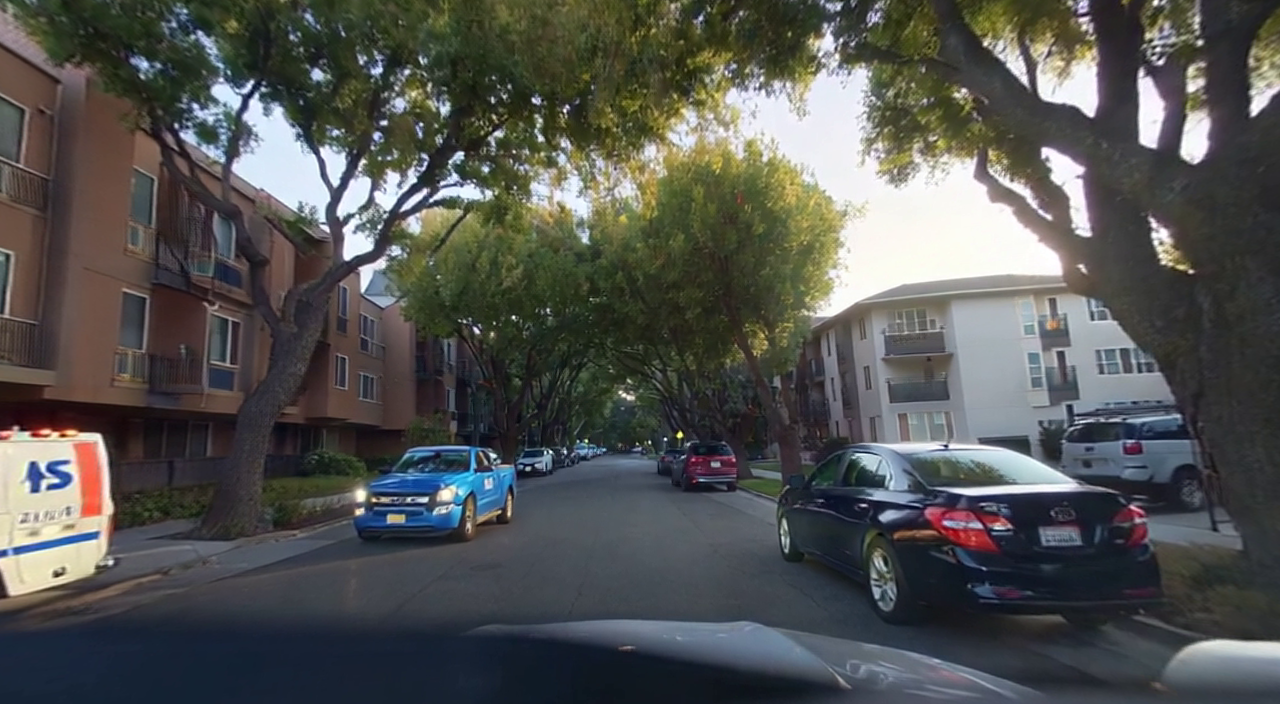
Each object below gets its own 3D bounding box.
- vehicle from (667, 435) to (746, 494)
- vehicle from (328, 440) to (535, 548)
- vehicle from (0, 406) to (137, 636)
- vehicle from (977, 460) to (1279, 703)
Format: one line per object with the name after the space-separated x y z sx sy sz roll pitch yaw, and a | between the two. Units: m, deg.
2.012 3.538 20.222 1.878 1.664 4.033 1 -8 -3 | vehicle
-3.344 2.348 11.243 1.966 1.515 4.394 -1 -8 3 | vehicle
-6.420 1.232 3.605 2.308 1.877 6.060 -4 -8 -2 | vehicle
2.506 0.859 0.792 1.720 1.333 4.233 0 -8 -2 | vehicle
